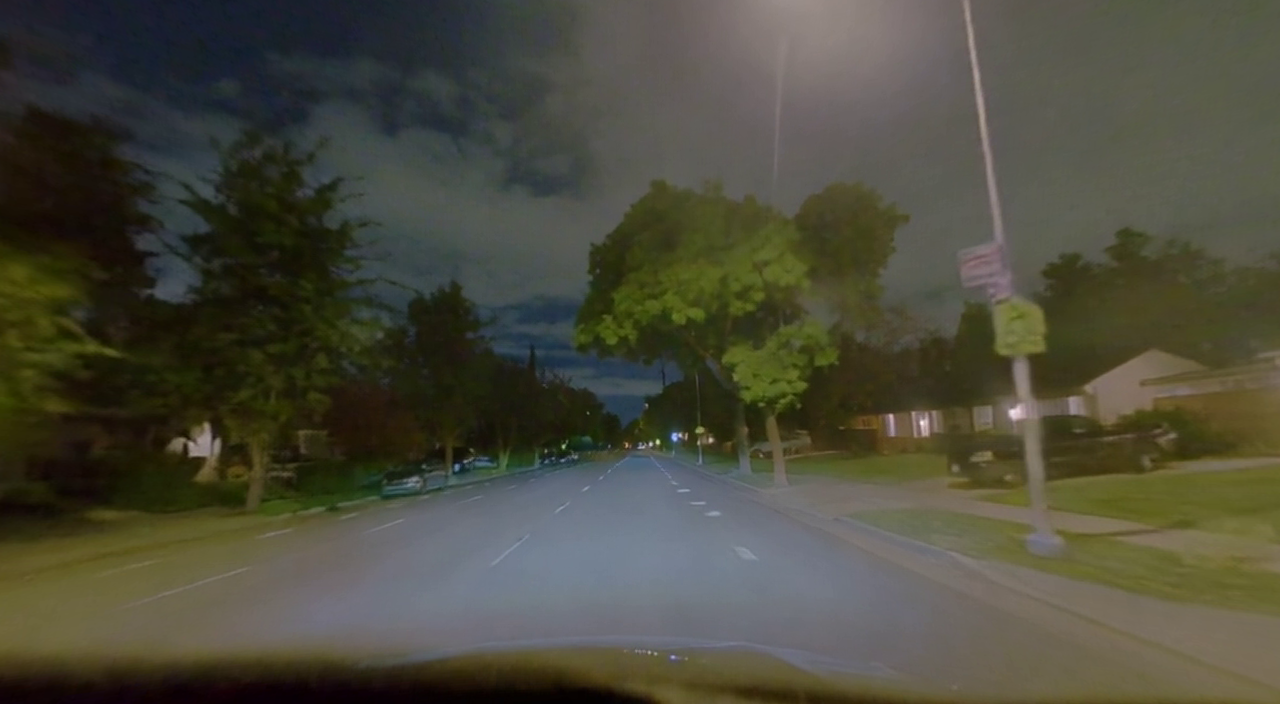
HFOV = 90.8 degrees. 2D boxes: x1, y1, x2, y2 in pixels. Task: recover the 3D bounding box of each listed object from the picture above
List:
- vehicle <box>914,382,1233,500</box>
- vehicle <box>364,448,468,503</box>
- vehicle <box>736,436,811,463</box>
[{"bbox_3d":[9.035,1.910,13.580,5.221,1.958,1.992,-4,-9,0],"label":"vehicle"},{"bbox_3d":[-7.581,4.216,21.901,1.973,1.500,4.781,-5,-9,-2],"label":"vehicle"},{"bbox_3d":[8.925,6.565,42.545,4.535,1.697,1.968,0,-9,-1],"label":"vehicle"}]
